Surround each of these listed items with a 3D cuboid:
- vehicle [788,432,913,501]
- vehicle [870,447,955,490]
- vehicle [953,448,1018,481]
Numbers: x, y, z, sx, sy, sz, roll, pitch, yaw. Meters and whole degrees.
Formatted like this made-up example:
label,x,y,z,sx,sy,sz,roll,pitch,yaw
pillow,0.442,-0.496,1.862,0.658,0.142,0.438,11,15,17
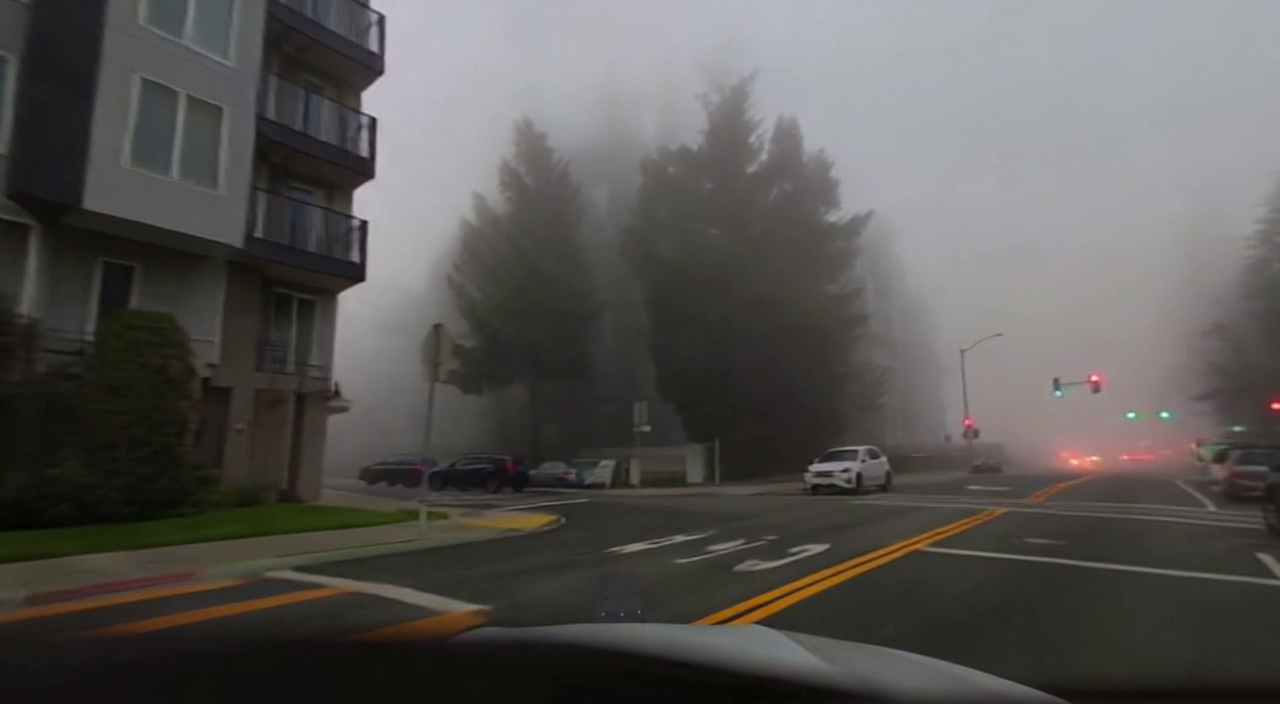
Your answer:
label,x,y,z,sx,sy,sz,roll,pitch,yaw
vehicle,6.525,3.409,19.262,1.993,1.817,4.619,-7,-11,39
vehicle,10.382,4.326,23.871,1.789,1.462,4.313,-7,-11,38
vehicle,17.601,5.656,32.089,1.934,1.484,4.630,-7,-11,39
